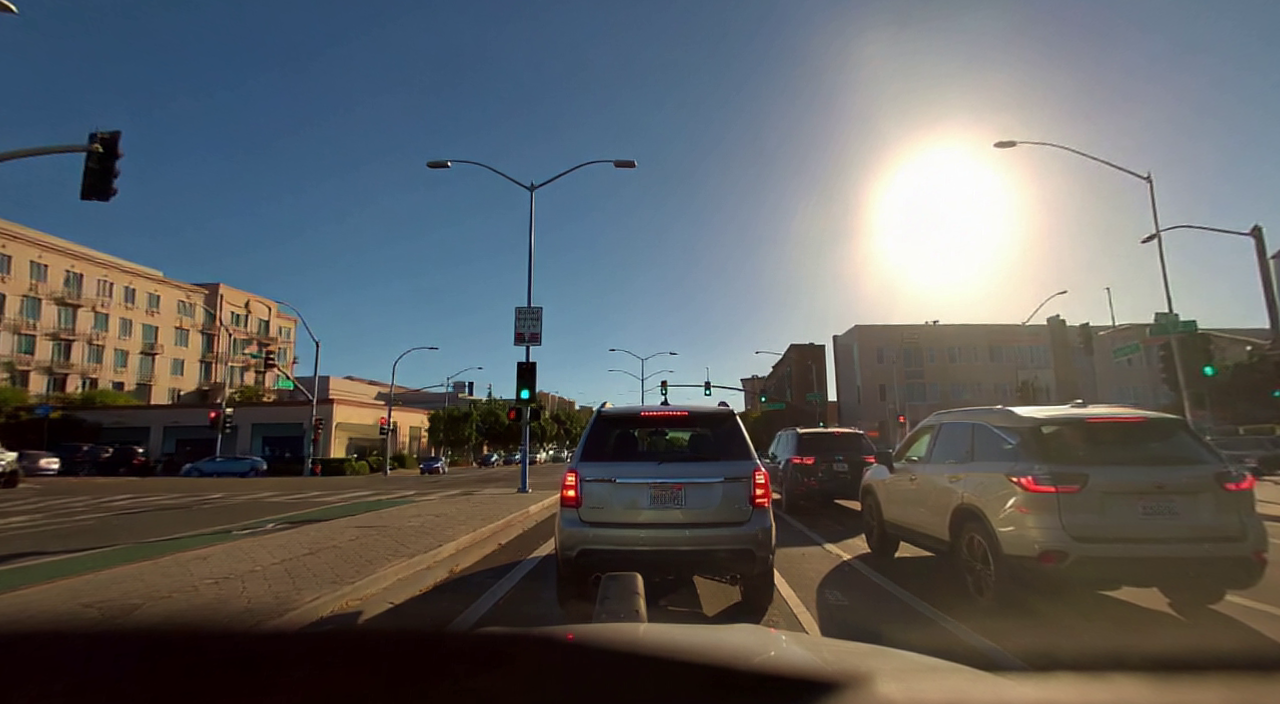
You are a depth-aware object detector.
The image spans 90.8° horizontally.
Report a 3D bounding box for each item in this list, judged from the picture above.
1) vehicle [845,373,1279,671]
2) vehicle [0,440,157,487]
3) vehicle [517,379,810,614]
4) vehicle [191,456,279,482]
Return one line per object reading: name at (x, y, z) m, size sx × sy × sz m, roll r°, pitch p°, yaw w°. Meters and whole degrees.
vehicle at (3.564, 1.295, 5.841) m, size 2.018 × 1.701 × 4.288 m, roll 0°, pitch -9°, yaw 2°
vehicle at (-24.559, 4.838, 27.551) m, size 5.062 × 1.946 × 2.243 m, roll 0°, pitch -9°, yaw -1°
vehicle at (0.228, 1.470, 7.258) m, size 2.292 × 1.840 × 4.394 m, roll 0°, pitch -9°, yaw 1°
vehicle at (-24.889, 7.177, 38.980) m, size 4.255 × 1.444 × 1.864 m, roll 4°, pitch -9°, yaw -24°
